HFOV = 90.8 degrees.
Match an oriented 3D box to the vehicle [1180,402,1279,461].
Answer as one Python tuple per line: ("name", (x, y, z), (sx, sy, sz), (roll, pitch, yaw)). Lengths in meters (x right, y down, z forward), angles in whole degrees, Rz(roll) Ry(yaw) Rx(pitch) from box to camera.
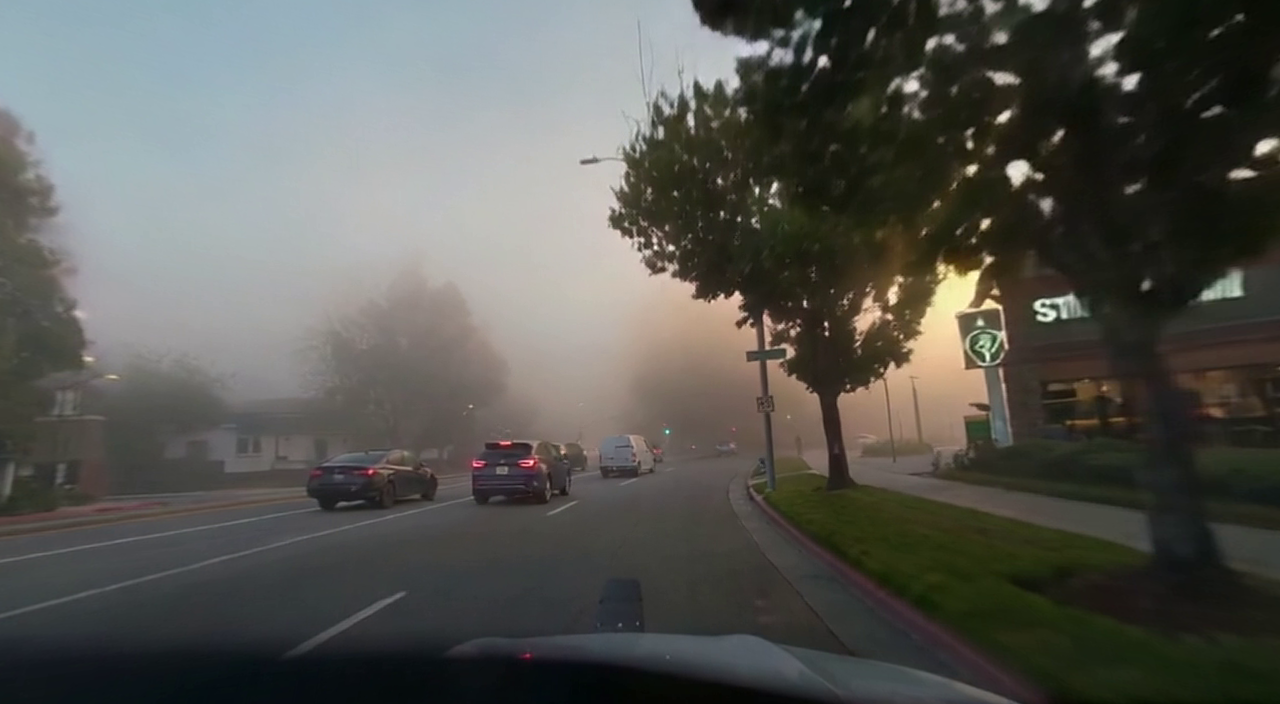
("vehicle", (20.875, 2.782, 21.753), (4.982, 1.789, 2.303), (6, -11, -38))

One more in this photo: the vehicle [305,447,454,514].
("vehicle", (-6.818, 3.366, 17.084), (1.974, 1.558, 3.949), (-1, -9, 7))

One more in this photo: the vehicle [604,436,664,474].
("vehicle", (-0.217, 5.415, 33.342), (2.167, 1.832, 4.679), (-2, -9, 13))

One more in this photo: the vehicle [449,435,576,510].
("vehicle", (-3.122, 3.058, 16.473), (2.002, 1.664, 4.113), (-1, -9, 7))
